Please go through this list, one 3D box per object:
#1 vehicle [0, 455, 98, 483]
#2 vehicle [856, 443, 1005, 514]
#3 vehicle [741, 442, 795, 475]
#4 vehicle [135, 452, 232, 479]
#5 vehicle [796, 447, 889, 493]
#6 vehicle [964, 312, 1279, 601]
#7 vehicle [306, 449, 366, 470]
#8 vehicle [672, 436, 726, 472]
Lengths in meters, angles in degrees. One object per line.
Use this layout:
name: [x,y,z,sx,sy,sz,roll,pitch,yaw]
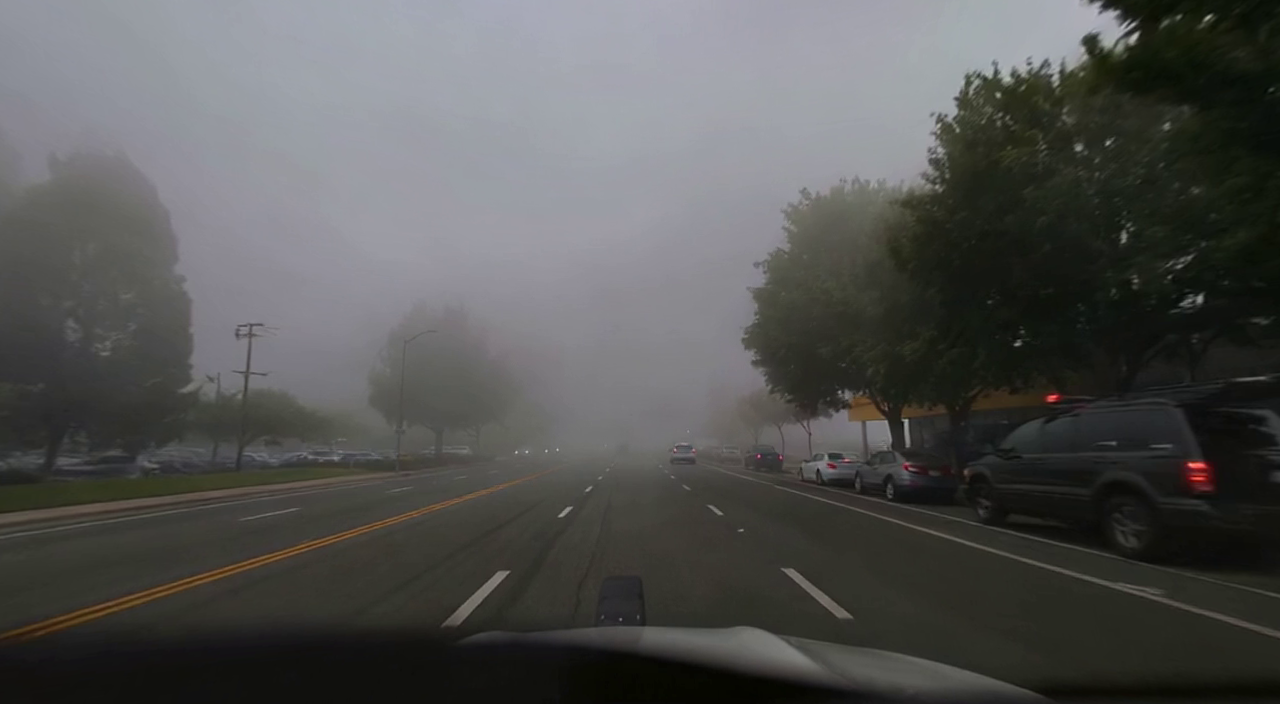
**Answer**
vehicle: [-35.847,7.017,38.032,4.476,1.501,1.927,5,-10,-30]
vehicle: [7.178,3.130,16.161,1.812,1.548,4.021,0,-8,-1]
vehicle: [7.096,5.904,35.444,1.994,1.691,4.472,0,-8,-2]
vehicle: [-29.656,7.376,41.254,4.702,1.535,2.292,4,-9,-26]
vehicle: [7.198,4.209,22.966,1.852,1.448,4.446,0,-8,-1]
vehicle: [7.228,1.375,8.661,2.376,2.706,5.809,0,-8,-1]
vehicle: [-23.882,8.466,49.782,1.768,1.429,4.423,-2,-8,13]
vehicle: [3.098,5.496,34.320,2.293,1.814,4.589,0,-8,-2]
